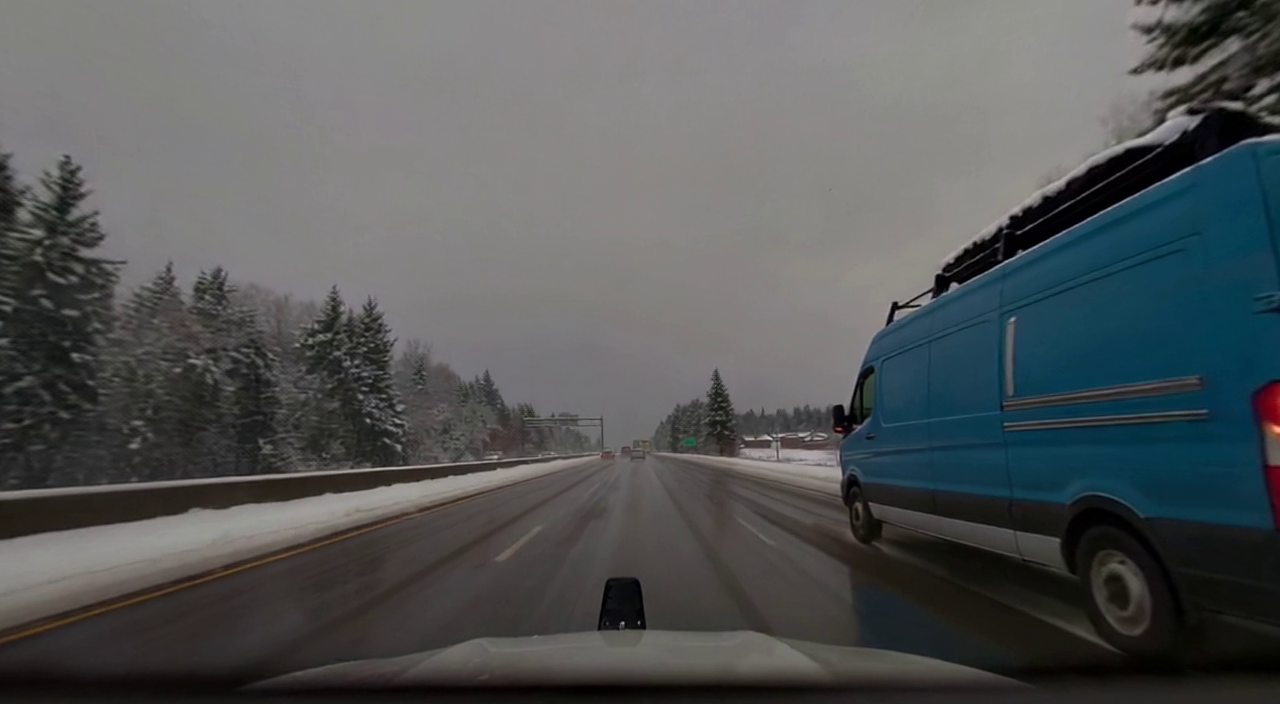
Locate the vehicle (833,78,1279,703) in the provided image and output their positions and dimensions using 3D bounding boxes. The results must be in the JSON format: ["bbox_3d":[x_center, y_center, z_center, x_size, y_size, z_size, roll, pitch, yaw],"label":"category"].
[{"bbox_3d":[4.070,0.674,5.596,2.527,2.809,6.831,0,-9,0],"label":"vehicle"}]
